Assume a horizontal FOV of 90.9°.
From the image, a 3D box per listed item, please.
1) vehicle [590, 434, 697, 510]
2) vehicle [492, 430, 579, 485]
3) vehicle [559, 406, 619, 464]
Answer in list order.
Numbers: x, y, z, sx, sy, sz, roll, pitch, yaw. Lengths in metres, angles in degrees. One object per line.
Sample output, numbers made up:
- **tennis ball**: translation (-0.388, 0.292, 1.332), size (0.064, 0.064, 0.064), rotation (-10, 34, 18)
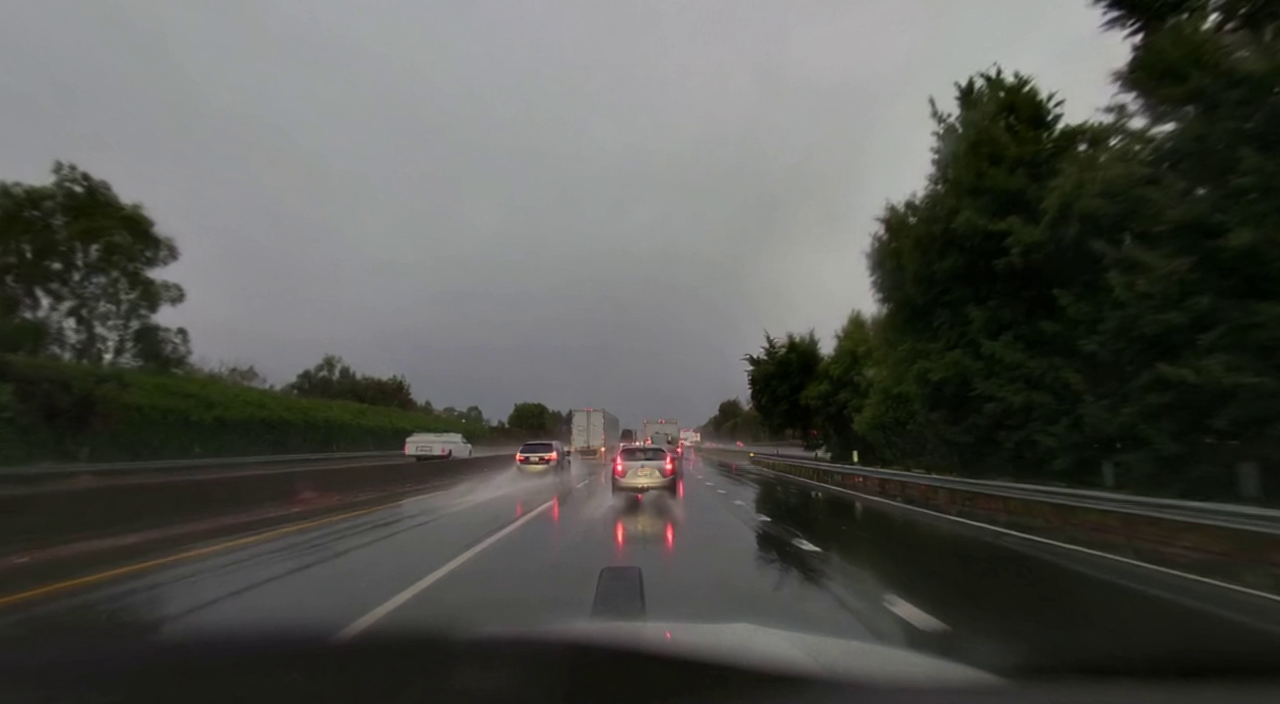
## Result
- **vehicle**: translation (0.065, 2.620, 14.153), size (2.057, 1.449, 3.931), rotation (0, -9, 0)
- **vehicle**: translation (-3.525, 3.683, 22.130), size (2.177, 1.699, 4.431), rotation (0, -9, 2)
- **vehicle**: translation (-3.231, 5.923, 43.927), size (2.999, 3.435, 12.740), rotation (0, -9, 1)
